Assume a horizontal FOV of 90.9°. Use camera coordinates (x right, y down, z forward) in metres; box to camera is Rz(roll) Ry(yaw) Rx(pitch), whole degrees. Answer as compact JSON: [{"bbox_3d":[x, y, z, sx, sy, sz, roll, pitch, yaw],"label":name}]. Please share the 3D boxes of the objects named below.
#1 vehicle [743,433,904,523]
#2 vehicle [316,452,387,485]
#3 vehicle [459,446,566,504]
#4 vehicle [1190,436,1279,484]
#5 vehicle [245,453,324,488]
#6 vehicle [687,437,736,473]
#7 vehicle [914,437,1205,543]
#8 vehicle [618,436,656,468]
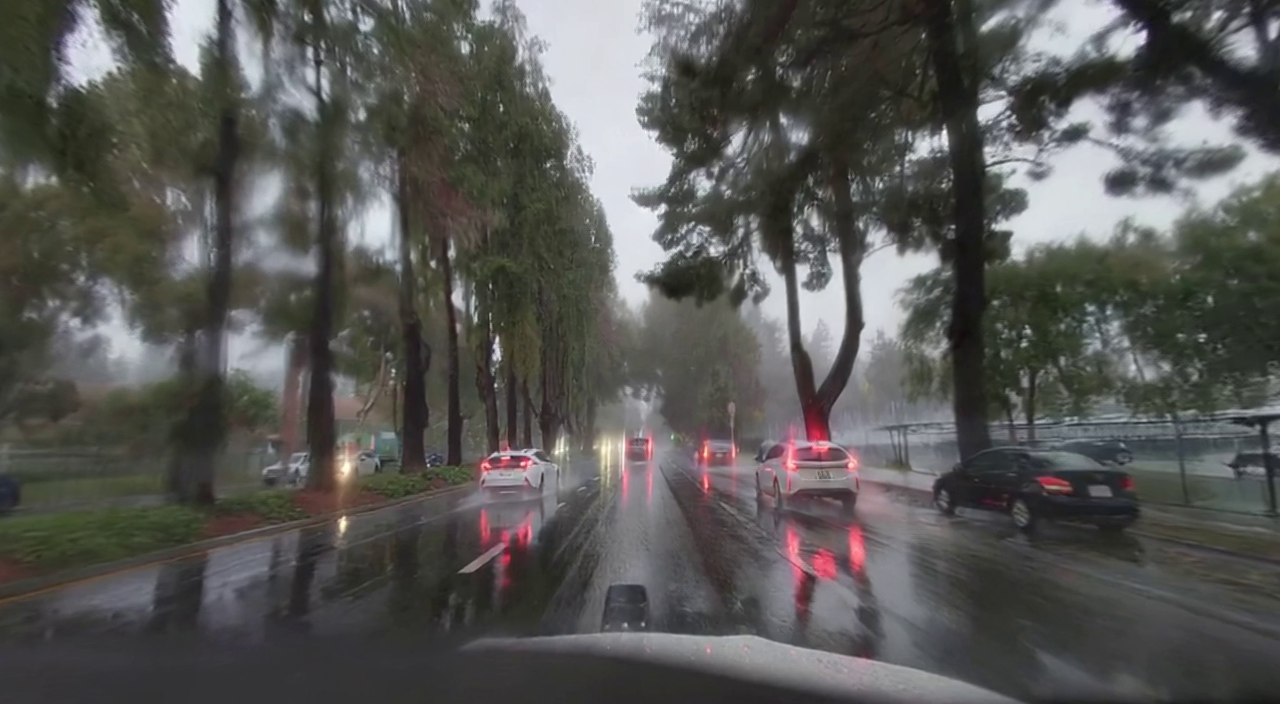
[{"bbox_3d":[3.423,2.428,12.702,1.919,1.502,4.232,0,-9,0],"label":"vehicle"},{"bbox_3d":[-15.982,6.456,35.205,1.918,1.692,4.338,0,-9,0],"label":"vehicle"},{"bbox_3d":[-3.230,3.198,16.837,2.013,1.354,3.908,0,-9,0],"label":"vehicle"},{"bbox_3d":[23.383,4.179,24.644,4.414,1.701,1.978,7,-11,-39],"label":"vehicle"},{"bbox_3d":[-22.492,7.459,40.184,2.257,1.909,5.115,-1,-8,-3],"label":"vehicle"},{"bbox_3d":[3.666,5.371,33.018,1.980,1.709,4.367,0,-9,-1],"label":"vehicle"},{"bbox_3d":[6.827,2.260,11.045,2.035,1.449,4.427,0,-9,0],"label":"vehicle"},{"bbox_3d":[-0.195,6.333,39.964,2.247,1.882,4.603,0,-9,0],"label":"vehicle"}]
